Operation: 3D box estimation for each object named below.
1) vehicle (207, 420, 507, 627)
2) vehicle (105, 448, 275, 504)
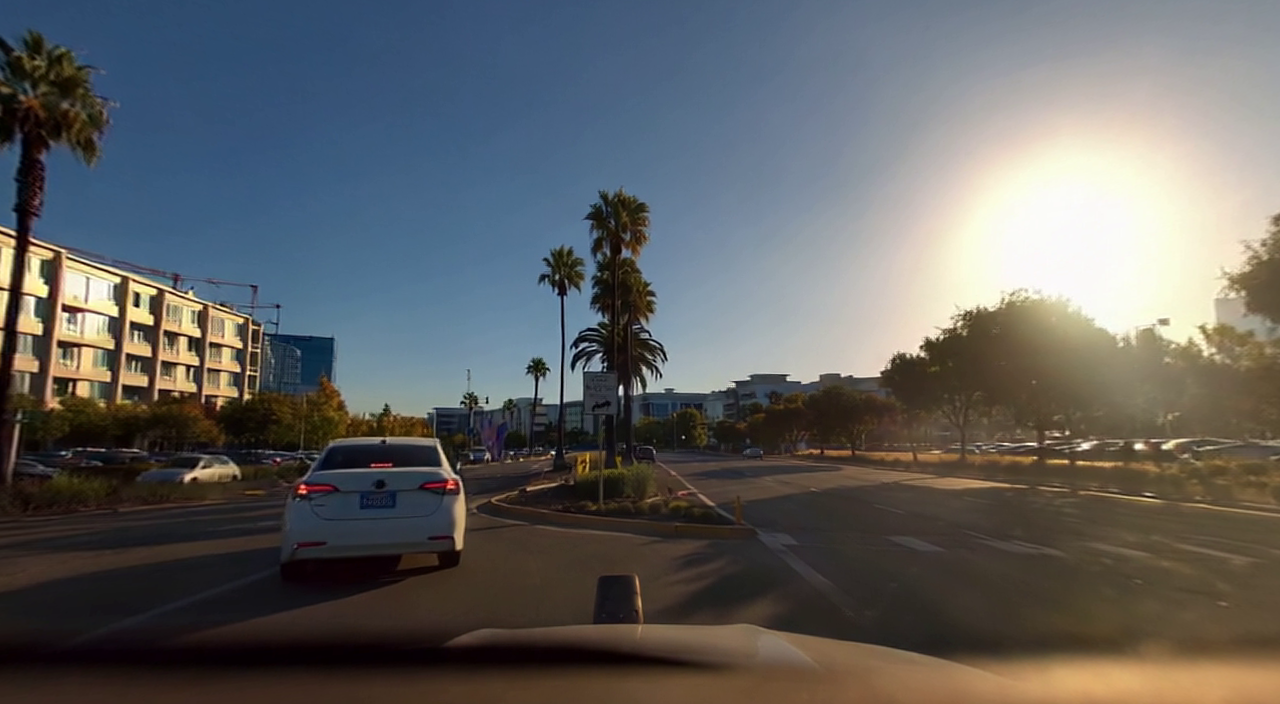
[{"bbox_3d":[-3.357,1.586,6.947,1.986,1.473,4.382,6,-11,-37],"label":"vehicle"},{"bbox_3d":[-13.437,3.694,19.317,2.099,1.464,4.615,1,-9,-5],"label":"vehicle"}]
